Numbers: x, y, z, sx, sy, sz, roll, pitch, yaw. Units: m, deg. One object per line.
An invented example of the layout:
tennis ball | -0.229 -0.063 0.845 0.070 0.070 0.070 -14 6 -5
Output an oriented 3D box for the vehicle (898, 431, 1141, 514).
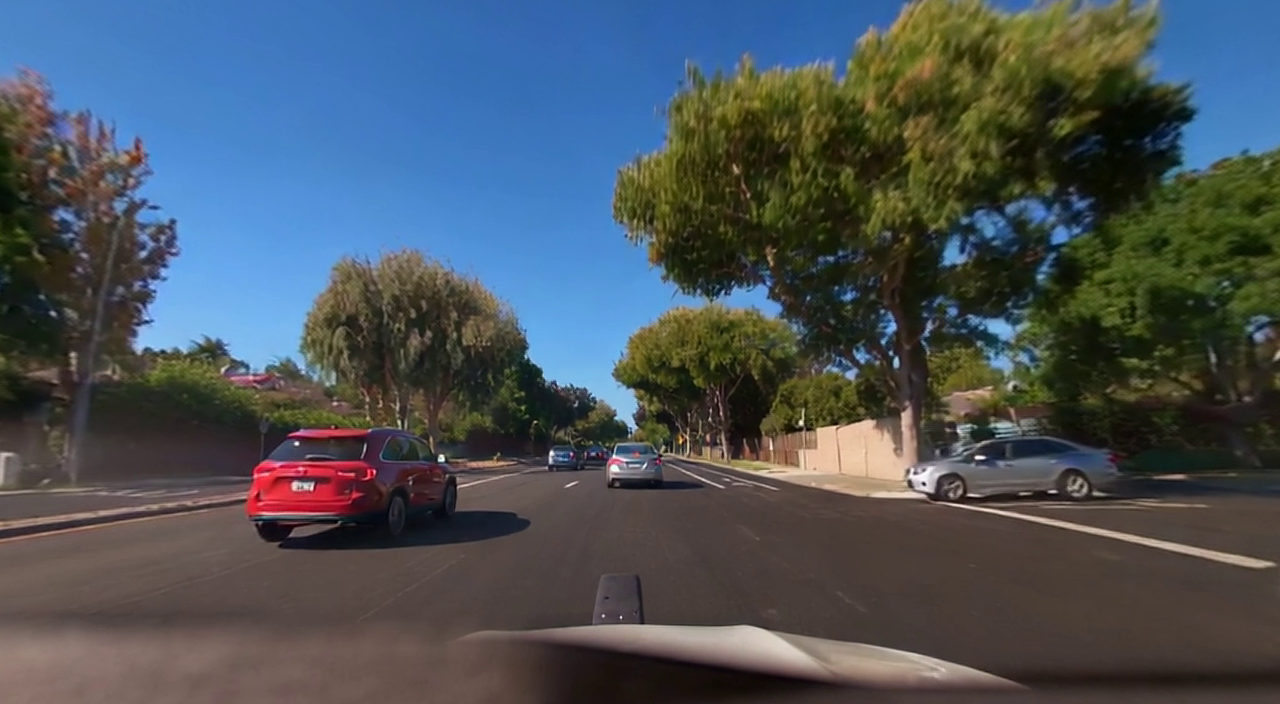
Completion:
vehicle | 8.877 2.837 15.133 4.497 1.743 1.983 1 -9 1

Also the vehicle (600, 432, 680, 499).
vehicle | -0.018 3.408 19.374 2.131 1.761 4.242 1 -9 0

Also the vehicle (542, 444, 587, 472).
vehicle | -4.346 6.170 37.075 2.014 1.493 4.658 1 -9 0

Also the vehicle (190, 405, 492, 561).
vehicle | -3.985 1.849 9.616 2.243 1.722 4.621 1 -9 1
